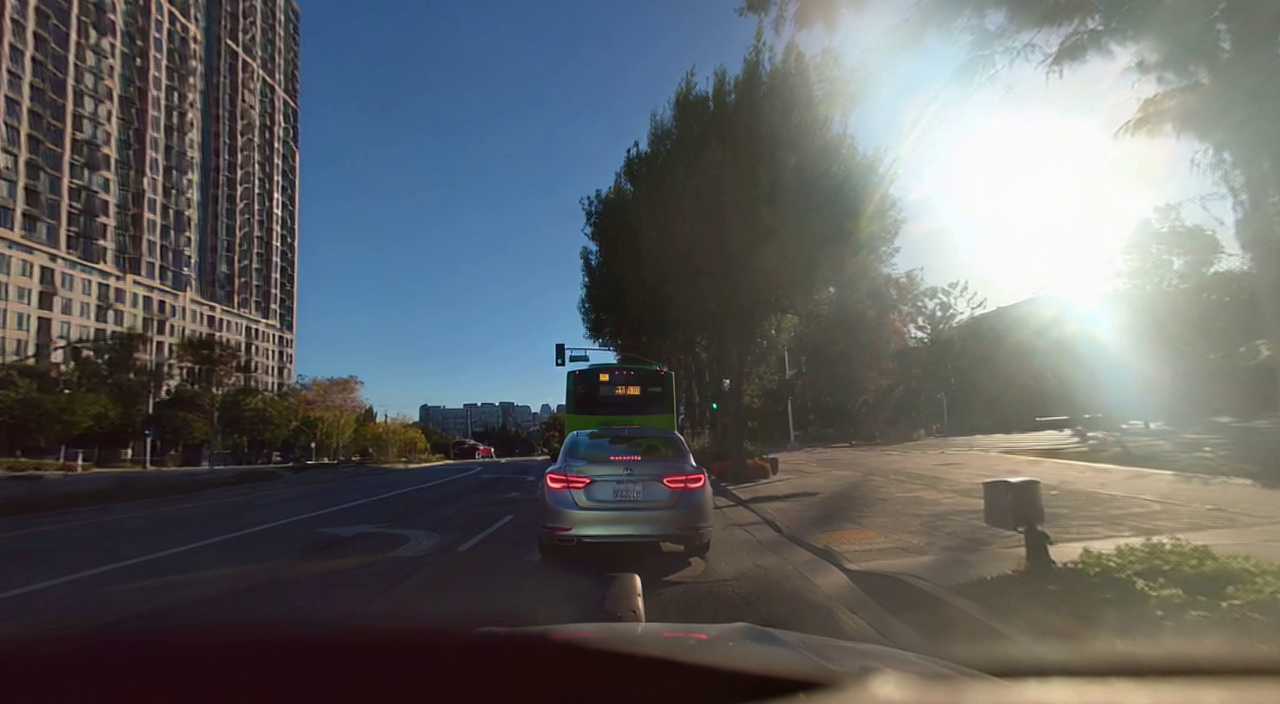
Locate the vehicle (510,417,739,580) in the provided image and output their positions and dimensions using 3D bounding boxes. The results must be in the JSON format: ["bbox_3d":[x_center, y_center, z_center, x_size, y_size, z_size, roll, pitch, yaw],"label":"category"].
[{"bbox_3d":[-0.196,1.587,7.707,2.064,1.452,3.942,0,-8,-2],"label":"vehicle"}]
